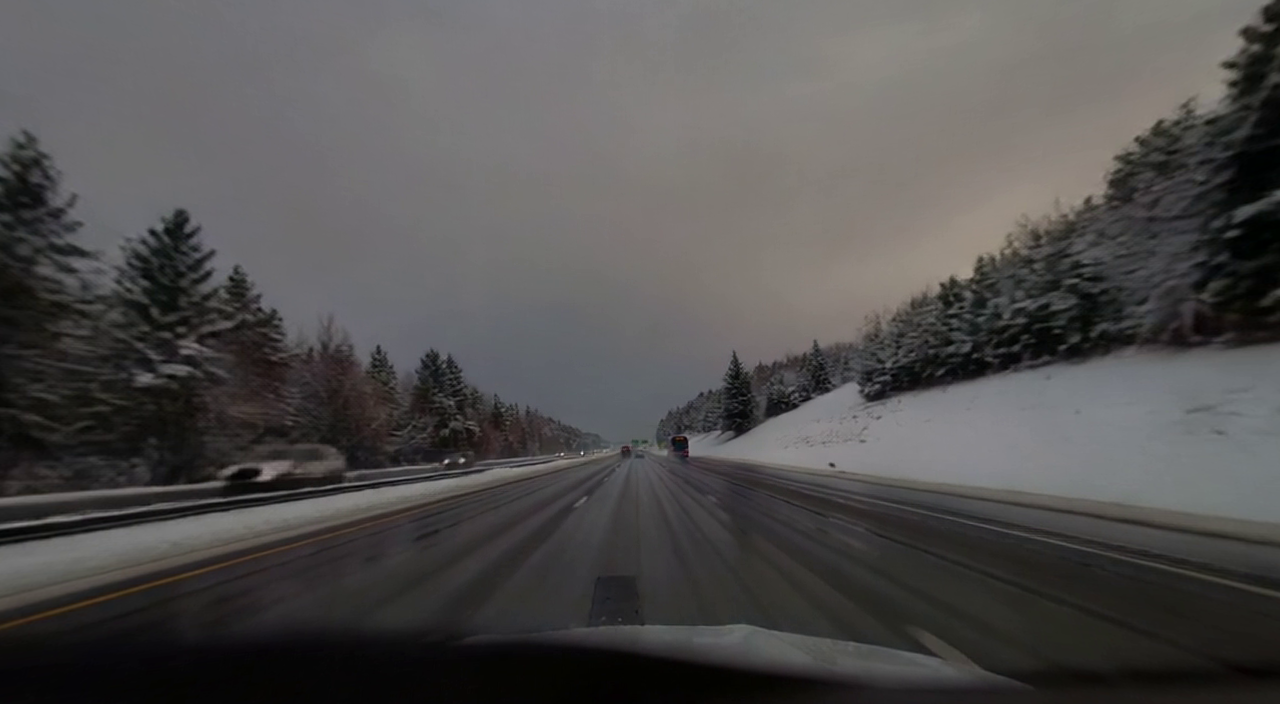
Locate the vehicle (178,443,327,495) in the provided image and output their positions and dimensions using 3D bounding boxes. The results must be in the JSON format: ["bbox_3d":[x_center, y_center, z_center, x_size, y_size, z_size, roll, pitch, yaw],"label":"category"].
[{"bbox_3d":[-12.248,3.706,20.334,2.158,1.468,4.077,0,-9,1],"label":"vehicle"}]
